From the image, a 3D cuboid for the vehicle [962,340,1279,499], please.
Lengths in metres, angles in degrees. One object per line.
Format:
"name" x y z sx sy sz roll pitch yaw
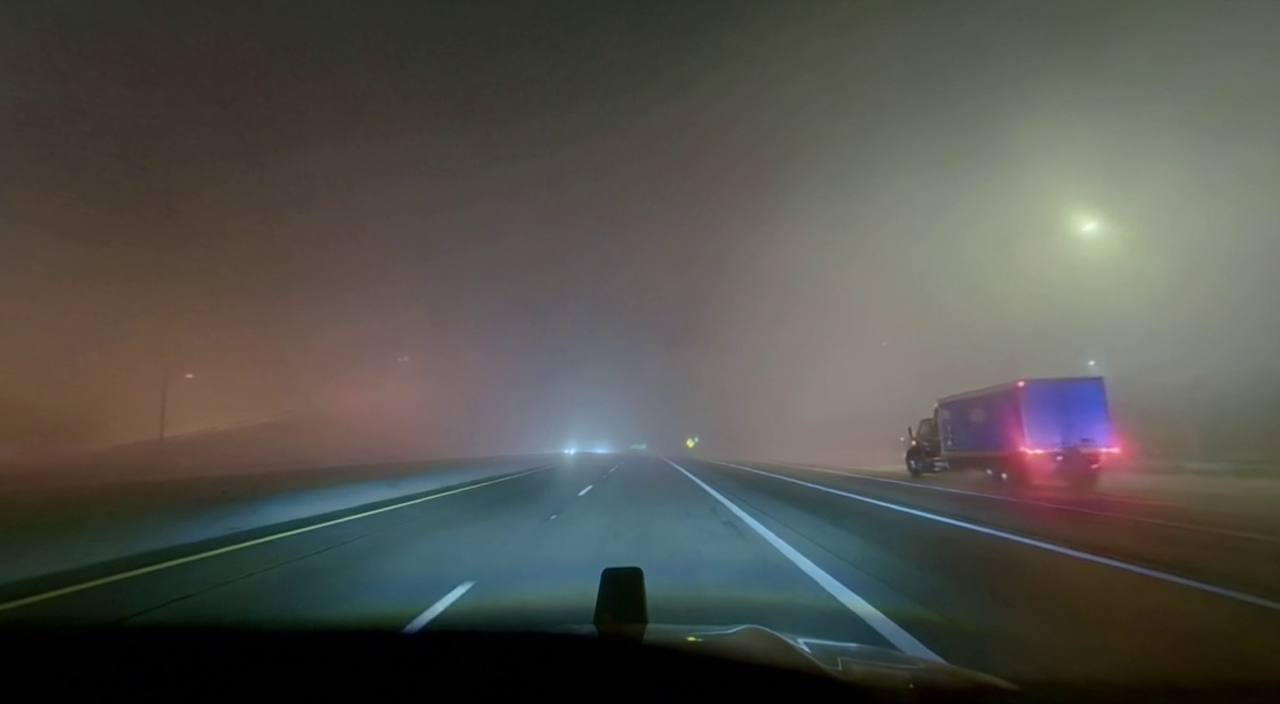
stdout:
"vehicle" 18.315 2.740 23.176 3.395 4.178 16.548 0 -8 -4
